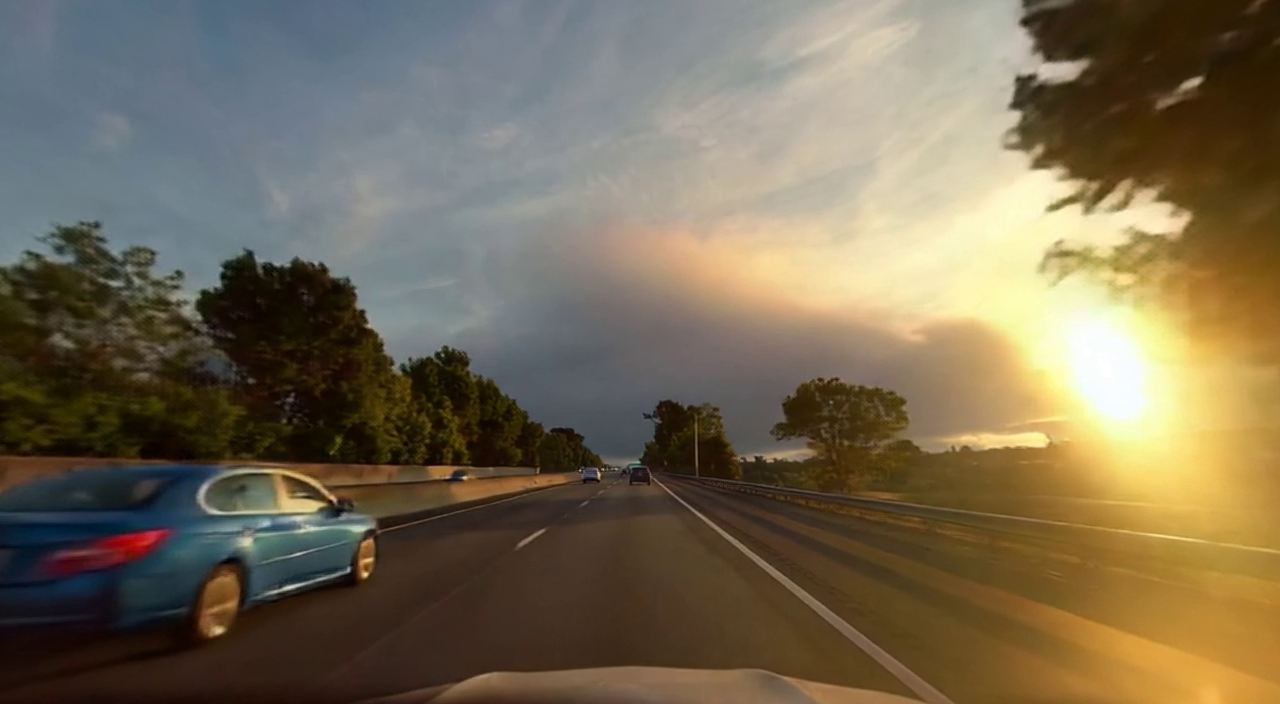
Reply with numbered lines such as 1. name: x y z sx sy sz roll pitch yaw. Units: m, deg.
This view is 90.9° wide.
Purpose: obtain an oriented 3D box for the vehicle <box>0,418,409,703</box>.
1. vehicle: -3.715 1.465 5.082 2.047 1.523 4.279 1 -11 0

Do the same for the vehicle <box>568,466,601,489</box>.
1. vehicle: -4.036 9.208 46.391 2.109 1.532 4.234 1 -11 0

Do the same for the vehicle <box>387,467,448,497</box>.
1. vehicle: -12.375 7.253 35.322 1.977 1.532 3.760 0 -11 0
